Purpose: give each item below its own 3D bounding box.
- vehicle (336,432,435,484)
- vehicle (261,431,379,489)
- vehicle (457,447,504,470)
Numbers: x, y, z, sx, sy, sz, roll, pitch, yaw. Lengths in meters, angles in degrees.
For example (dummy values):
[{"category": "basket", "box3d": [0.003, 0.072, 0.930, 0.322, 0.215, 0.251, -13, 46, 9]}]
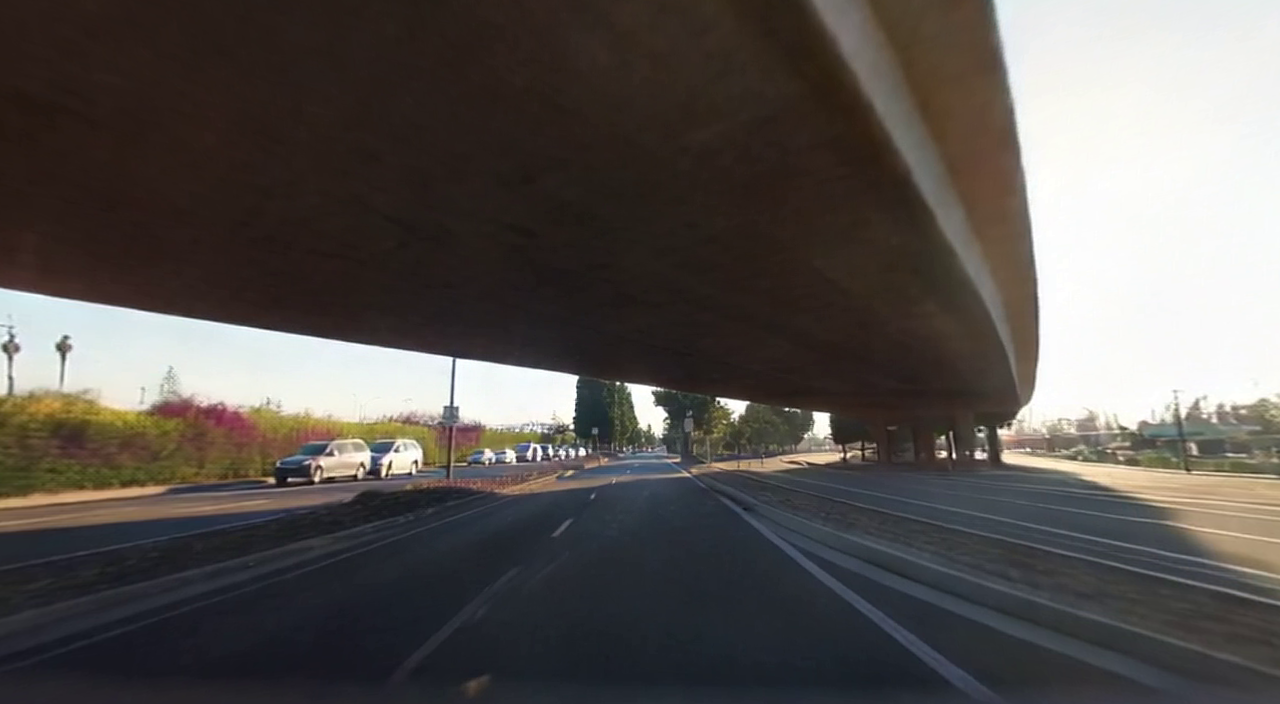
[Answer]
[{"category": "vehicle", "box3d": [-12.893, 5.391, 32.635, 2.307, 2.349, 6.335, 1, -8, 1]}, {"category": "vehicle", "box3d": [-12.949, 4.425, 26.103, 2.136, 2.016, 5.354, 2, -9, -2]}, {"category": "vehicle", "box3d": [-12.312, 8.215, 49.071, 2.156, 1.489, 4.758, 4, -8, 2]}]
